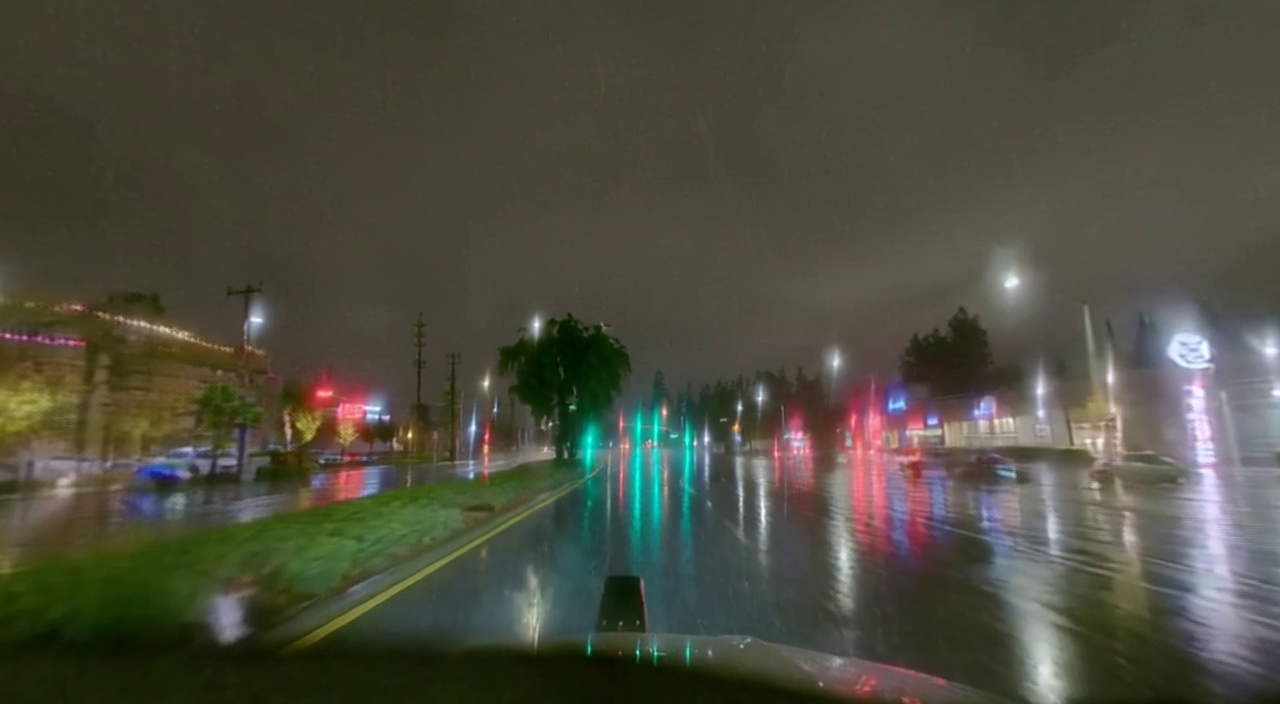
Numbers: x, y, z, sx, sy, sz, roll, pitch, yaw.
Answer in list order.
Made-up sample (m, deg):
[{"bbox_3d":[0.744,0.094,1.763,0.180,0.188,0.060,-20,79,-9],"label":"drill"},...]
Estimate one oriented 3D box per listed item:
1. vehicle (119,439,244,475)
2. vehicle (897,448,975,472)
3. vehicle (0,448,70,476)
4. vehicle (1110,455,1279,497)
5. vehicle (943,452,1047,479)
[{"bbox_3d":[-26.136,5.994,36.472,2.356,1.853,6.402,0,-8,1],"label":"vehicle"},{"bbox_3d":[20.698,7.574,44.341,4.423,1.633,2.010,0,-8,-1],"label":"vehicle"},{"bbox_3d":[-34.717,6.089,35.186,1.830,1.458,4.625,-1,-8,-4],"label":"vehicle"},{"bbox_3d":[20.834,4.641,23.854,4.500,1.456,1.962,-1,-8,3],"label":"vehicle"},{"bbox_3d":[20.187,6.458,36.032,4.764,1.455,1.832,-1,-9,3],"label":"vehicle"}]
